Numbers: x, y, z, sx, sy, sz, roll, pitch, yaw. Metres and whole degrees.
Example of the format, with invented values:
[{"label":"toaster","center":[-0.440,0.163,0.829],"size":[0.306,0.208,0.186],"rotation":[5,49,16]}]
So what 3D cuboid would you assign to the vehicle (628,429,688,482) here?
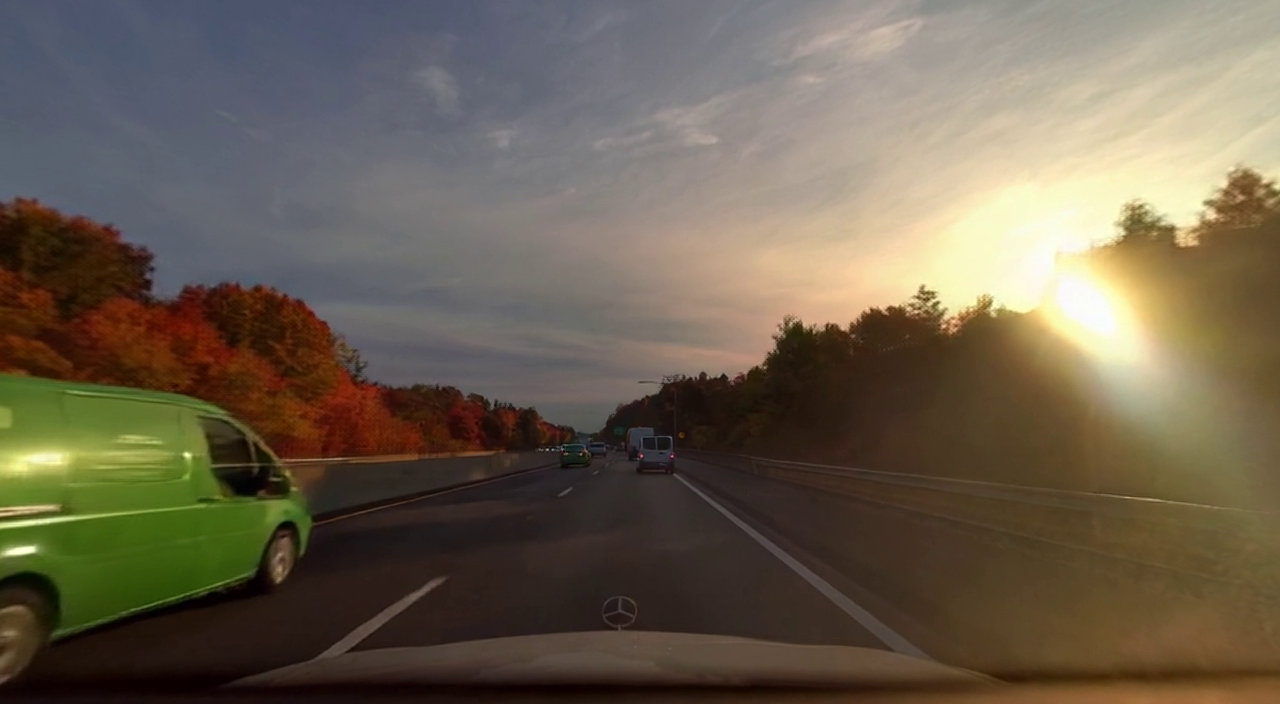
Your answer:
[{"label":"vehicle","center":[0.635,4.192,25.606],"size":[2.179,1.930,4.538],"rotation":[0,-9,-2]}]

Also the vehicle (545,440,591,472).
[{"label":"vehicle","center":[-3.947,5.816,35.192],"size":[2.088,1.688,4.365],"rotation":[0,-9,-1]}]

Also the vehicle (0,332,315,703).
[{"label":"vehicle","center":[-3.943,0.939,3.638],"size":[2.021,1.790,3.907],"rotation":[0,-9,-1]}]
